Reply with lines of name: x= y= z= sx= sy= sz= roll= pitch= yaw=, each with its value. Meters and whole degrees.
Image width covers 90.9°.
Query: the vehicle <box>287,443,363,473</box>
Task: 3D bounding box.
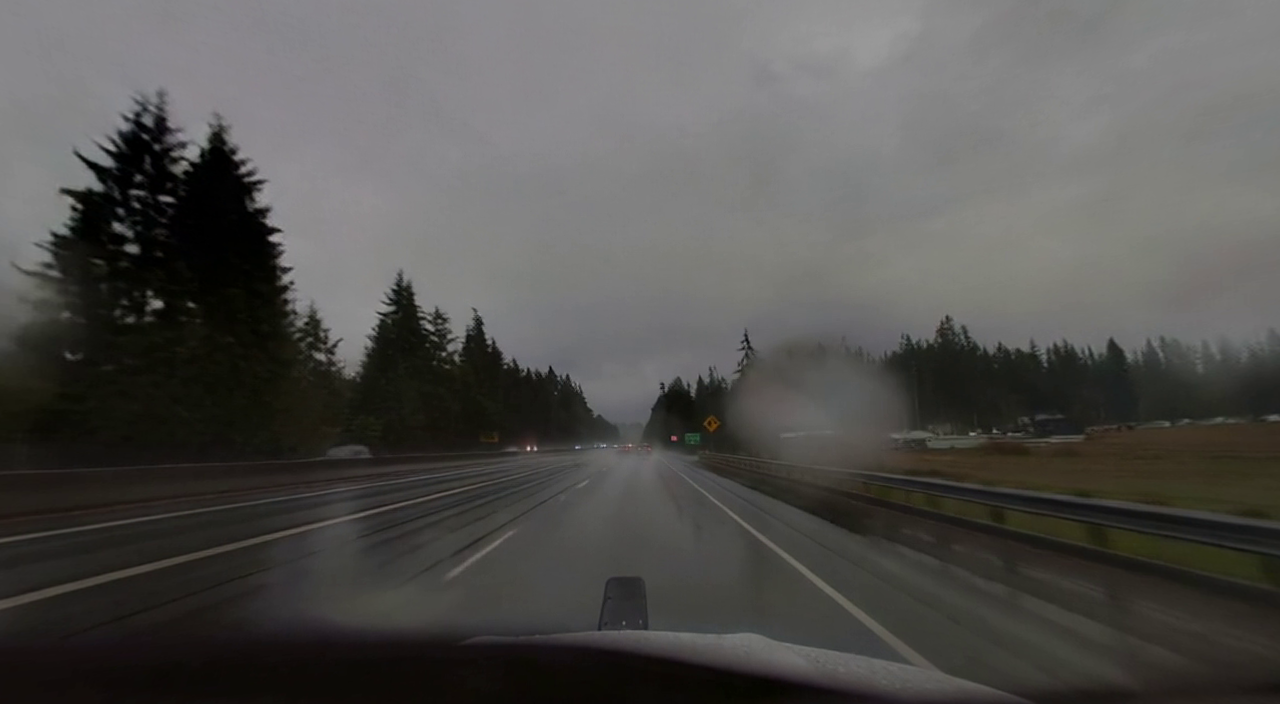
vehicle: x=-17.174 y=5.768 z=34.677 sx=1.869 sy=1.522 sz=4.318 roll=0 pitch=-8 yaw=1
